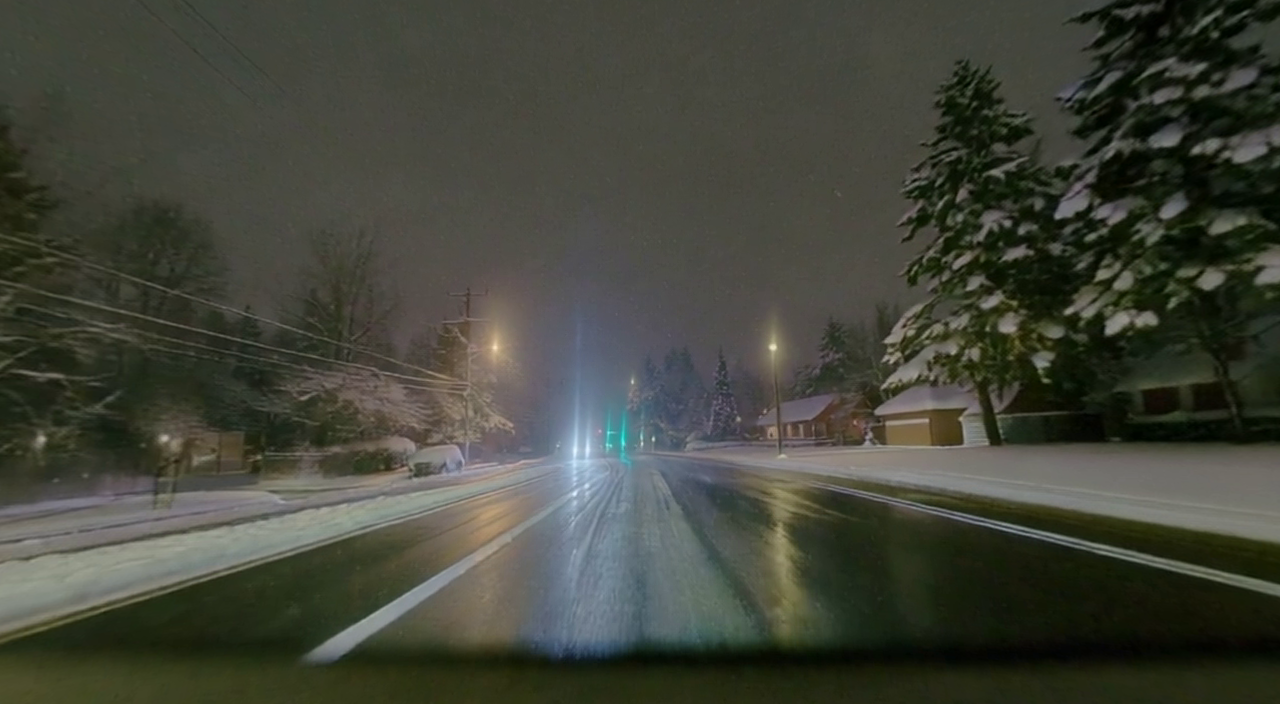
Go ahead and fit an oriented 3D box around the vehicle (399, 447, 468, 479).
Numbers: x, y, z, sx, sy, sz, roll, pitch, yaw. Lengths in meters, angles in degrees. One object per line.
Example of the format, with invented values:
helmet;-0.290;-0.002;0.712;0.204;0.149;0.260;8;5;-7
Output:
vehicle;-11.995;6.446;37.040;2.066;1.681;5.292;-1;-8;2
